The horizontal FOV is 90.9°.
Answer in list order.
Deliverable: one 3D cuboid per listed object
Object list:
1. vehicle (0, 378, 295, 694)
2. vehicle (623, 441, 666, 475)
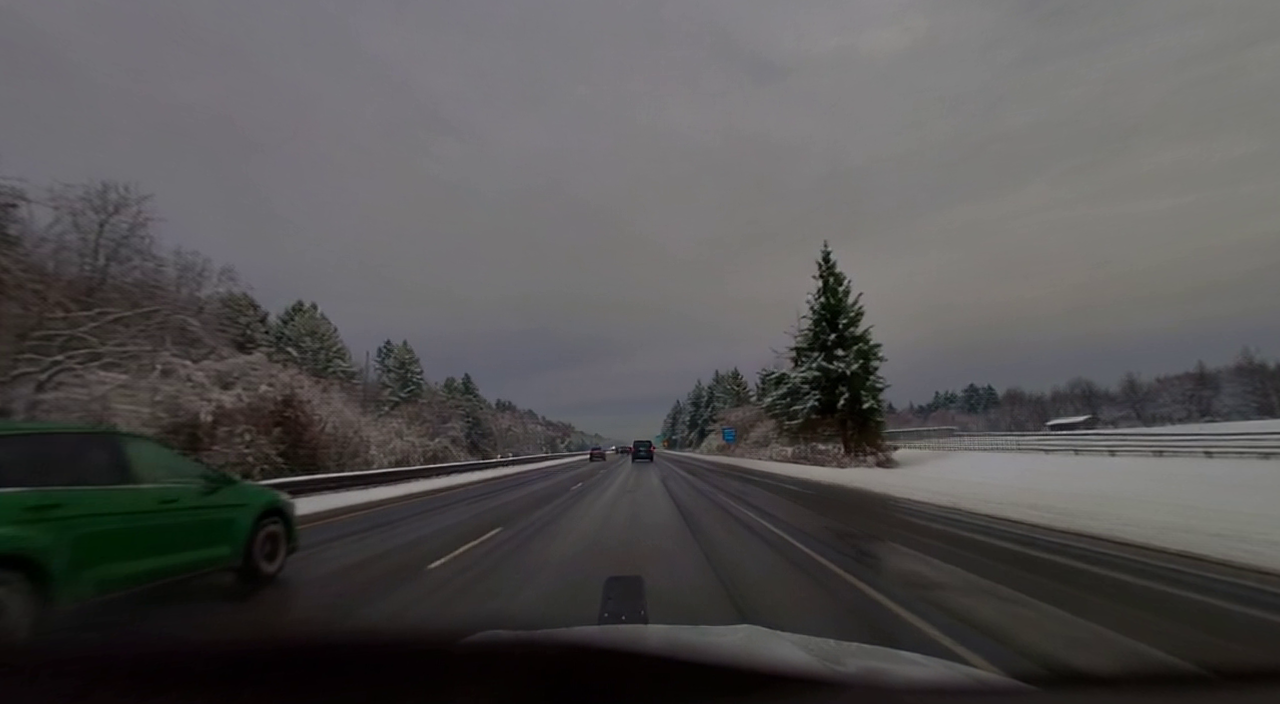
[{"bbox_3d":[-4.508,1.090,3.995,2.078,1.696,4.437,0,-9,0],"label":"vehicle"},{"bbox_3d":[0.237,5.701,34.067,2.172,1.687,3.929,0,-9,0],"label":"vehicle"}]
